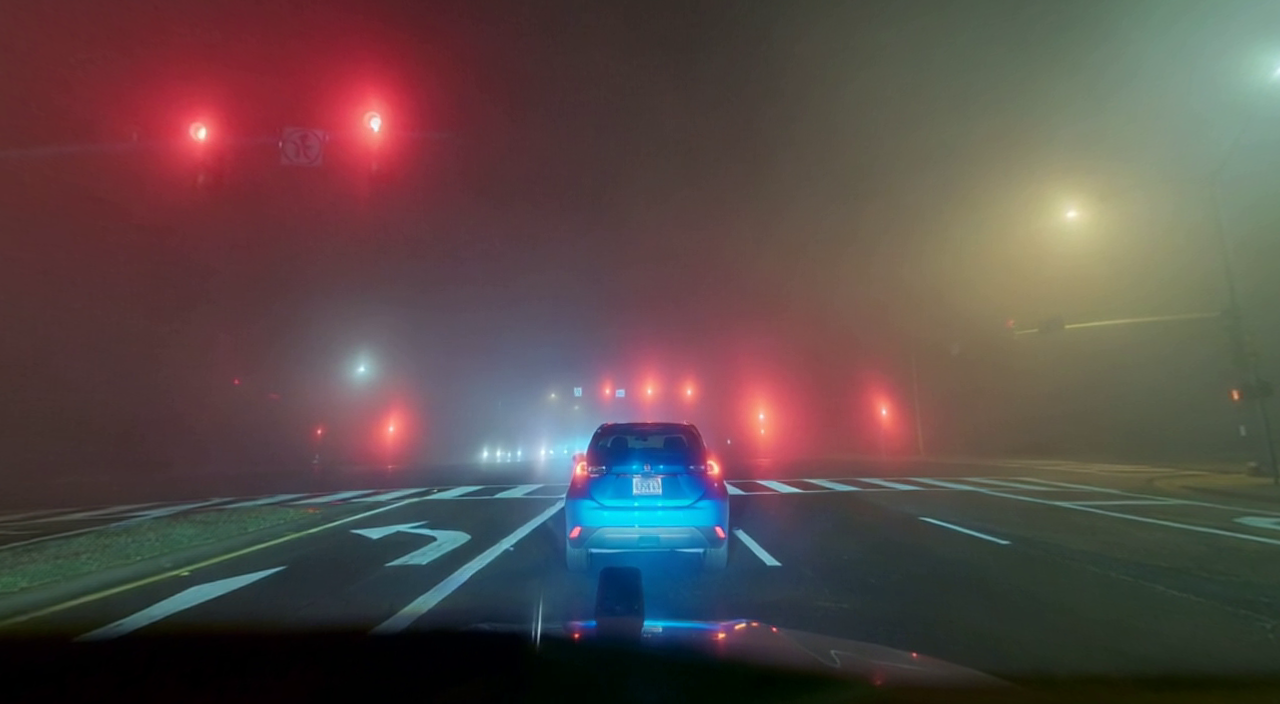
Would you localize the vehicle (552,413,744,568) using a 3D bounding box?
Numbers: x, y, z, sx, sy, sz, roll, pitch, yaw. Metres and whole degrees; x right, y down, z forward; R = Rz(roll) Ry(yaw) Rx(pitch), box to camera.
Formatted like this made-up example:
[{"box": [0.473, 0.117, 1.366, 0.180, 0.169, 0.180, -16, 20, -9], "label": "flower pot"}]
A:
[{"box": [0.046, 1.755, 8.711, 2.027, 1.626, 3.942, 0, -8, -1], "label": "vehicle"}]
